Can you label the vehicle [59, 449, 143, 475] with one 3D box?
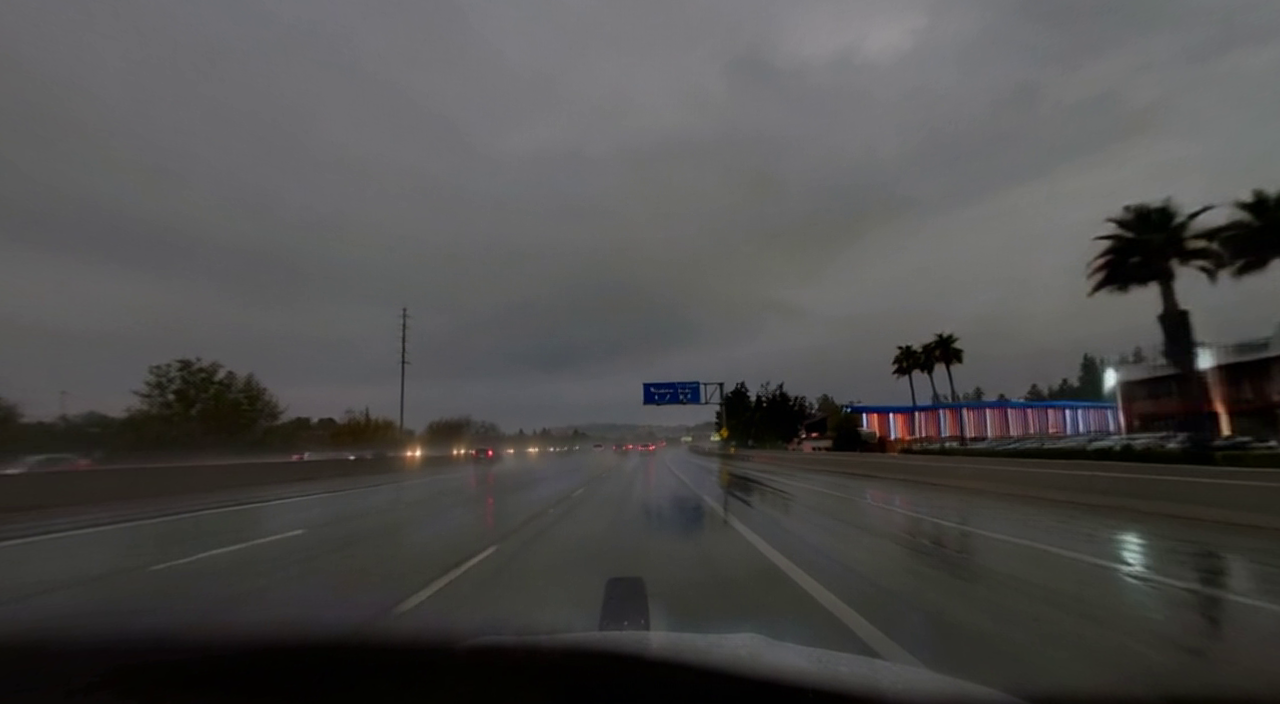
[{"bbox_3d":[-34.708,7.059,40.734,1.750,1.449,4.161,1,-8,-1],"label":"vehicle"}]
